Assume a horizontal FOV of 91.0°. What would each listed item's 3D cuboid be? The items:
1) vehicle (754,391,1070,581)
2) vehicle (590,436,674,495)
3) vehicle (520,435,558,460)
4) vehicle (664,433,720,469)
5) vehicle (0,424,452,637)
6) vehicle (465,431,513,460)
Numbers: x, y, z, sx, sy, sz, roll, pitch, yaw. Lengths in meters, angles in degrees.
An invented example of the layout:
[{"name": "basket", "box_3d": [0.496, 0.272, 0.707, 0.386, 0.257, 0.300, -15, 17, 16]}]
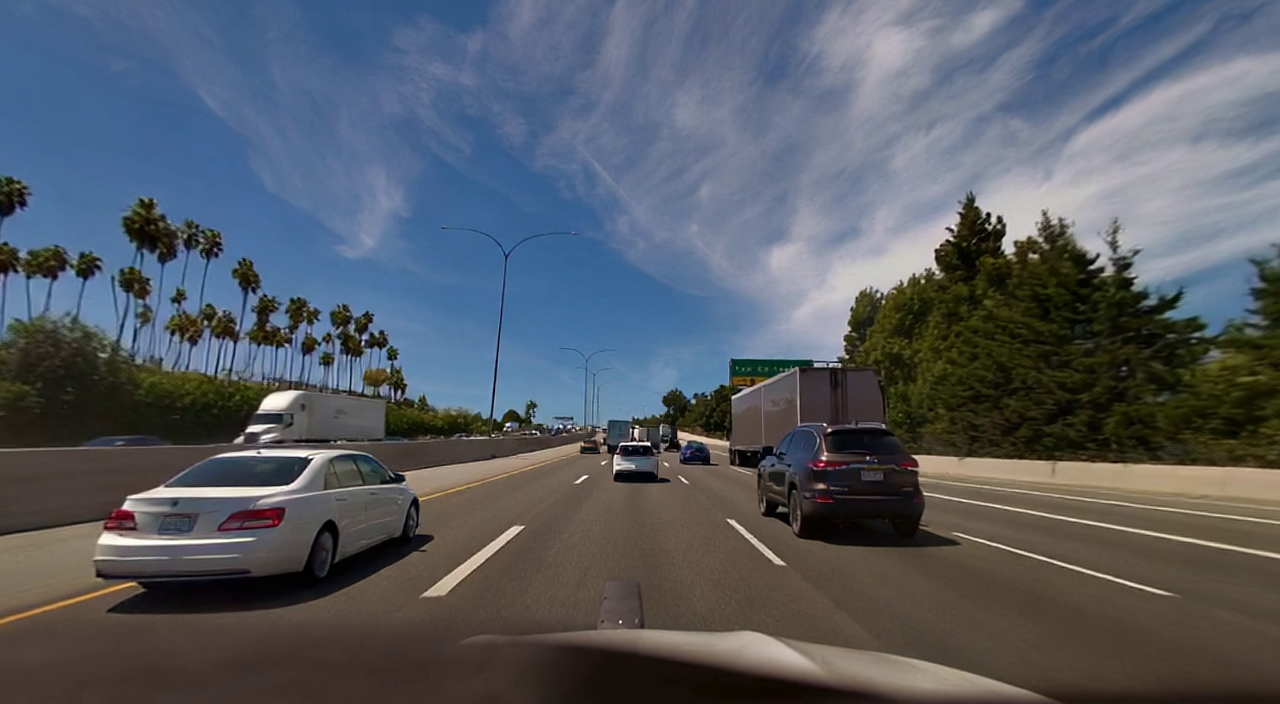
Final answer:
[{"name": "vehicle", "box_3d": [3.111, 1.653, 8.565, 2.173, 1.870, 4.499, 0, -8, -1]}, {"name": "vehicle", "box_3d": [-0.247, 3.167, 18.022, 2.136, 1.470, 3.971, 0, -8, -1]}, {"name": "vehicle", "box_3d": [-6.961, 6.627, 43.804, 2.018, 1.675, 4.281, 0, -8, -2]}, {"name": "vehicle", "box_3d": [2.795, 5.527, 35.290, 2.476, 1.843, 5.652, 0, -8, -2]}, {"name": "vehicle", "box_3d": [-3.631, 1.534, 6.532, 1.998, 1.423, 4.436, 0, -8, 0]}, {"name": "vehicle", "box_3d": [-9.907, 6.216, 41.748, 2.131, 1.792, 4.757, 0, -8, -2]}]
